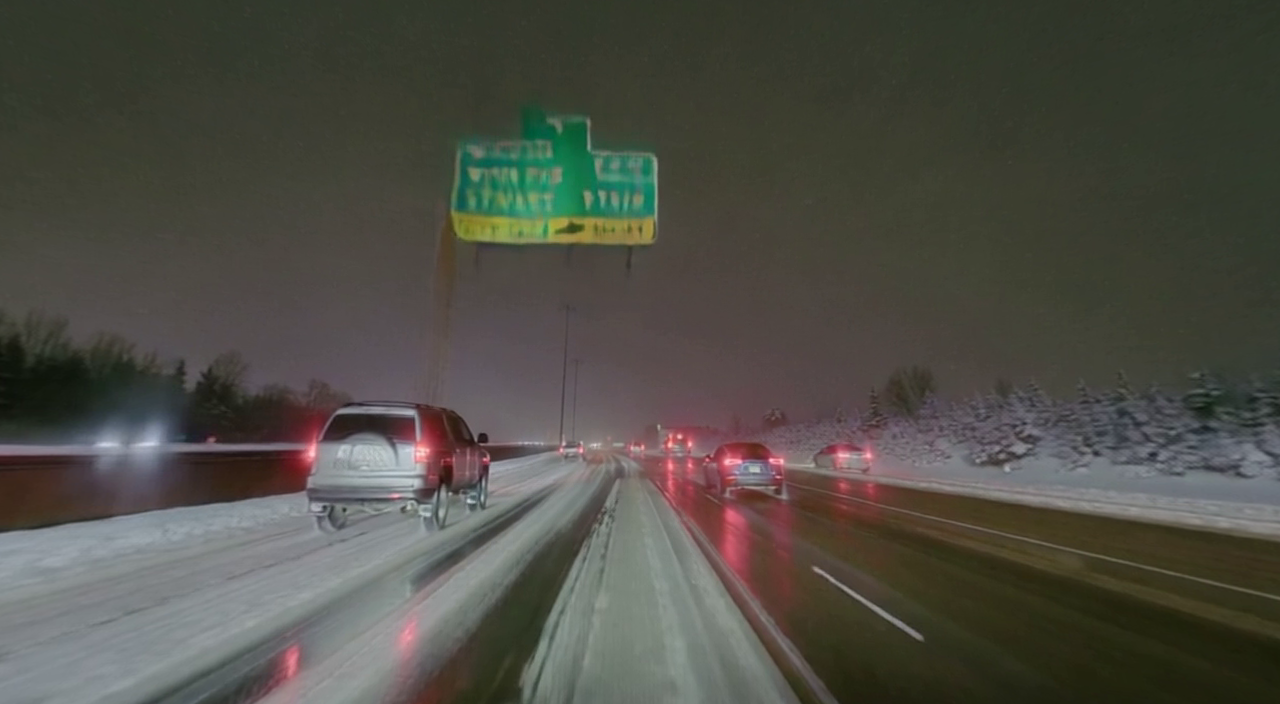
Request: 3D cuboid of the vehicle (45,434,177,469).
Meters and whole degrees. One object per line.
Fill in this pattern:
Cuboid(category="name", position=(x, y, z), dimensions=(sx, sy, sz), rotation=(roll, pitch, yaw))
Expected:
Cuboid(category="vehicle", position=(-22.327, 4.224, 26.931), dimensions=(1.923, 1.375, 4.408), rotation=(0, -8, -2))

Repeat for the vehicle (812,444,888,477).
Cuboid(category="vehicle", position=(10.352, 5.357, 31.538), dimensions=(2.105, 1.496, 4.393), rotation=(0, -8, -2))

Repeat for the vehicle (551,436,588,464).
Cuboid(category="vehicle", position=(-4.872, 6.869, 44.154), dimensions=(2.149, 1.843, 4.348), rotation=(0, -8, -2))

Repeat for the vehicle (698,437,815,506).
Cuboid(category="vehicle", position=(2.811, 3.010, 16.376), dimensions=(2.053, 1.510, 4.400), rotation=(0, -8, -2))

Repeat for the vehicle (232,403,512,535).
Cuboid(category="vehicle", position=(-4.389, 2.083, 11.890), dimensions=(2.684, 1.839, 5.803), rotation=(0, -8, 1))
